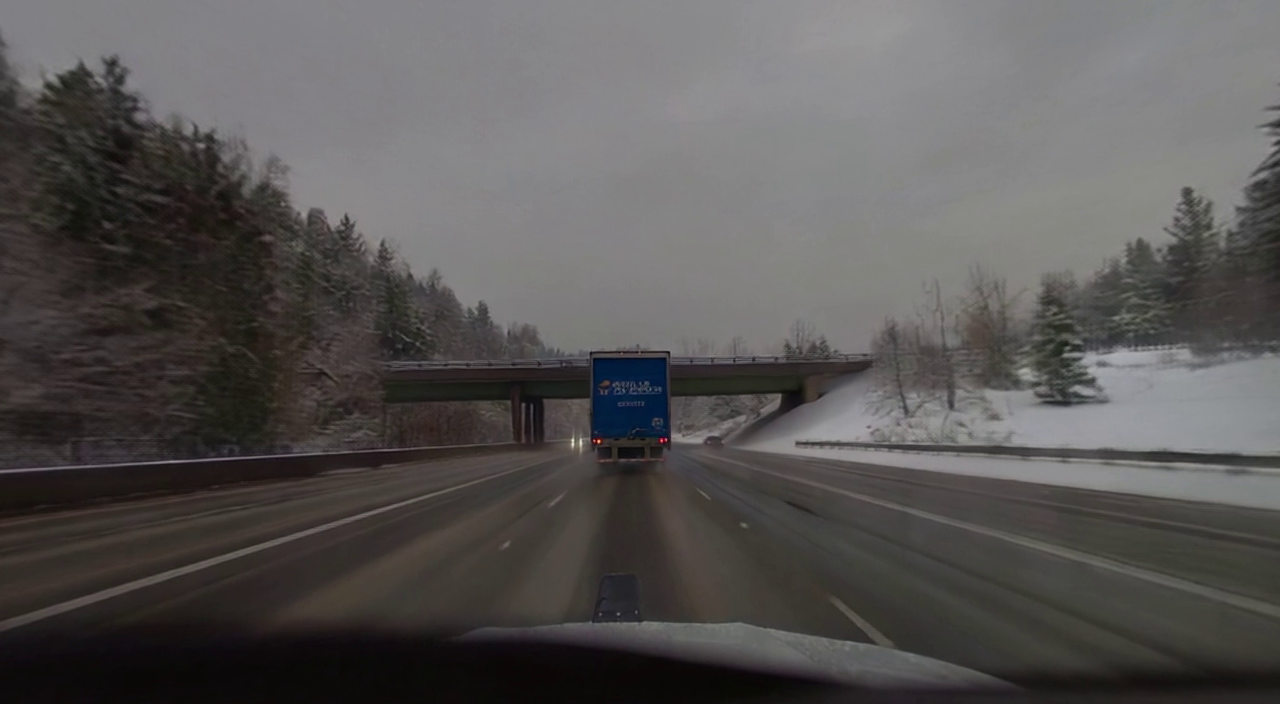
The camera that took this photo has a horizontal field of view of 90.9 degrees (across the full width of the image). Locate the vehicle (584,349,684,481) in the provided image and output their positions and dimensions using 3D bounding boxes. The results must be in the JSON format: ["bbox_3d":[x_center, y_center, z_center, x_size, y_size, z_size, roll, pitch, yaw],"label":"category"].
[{"bbox_3d":[-0.424,2.500,23.555,2.895,3.861,10.213,0,-8,-3],"label":"vehicle"}]
